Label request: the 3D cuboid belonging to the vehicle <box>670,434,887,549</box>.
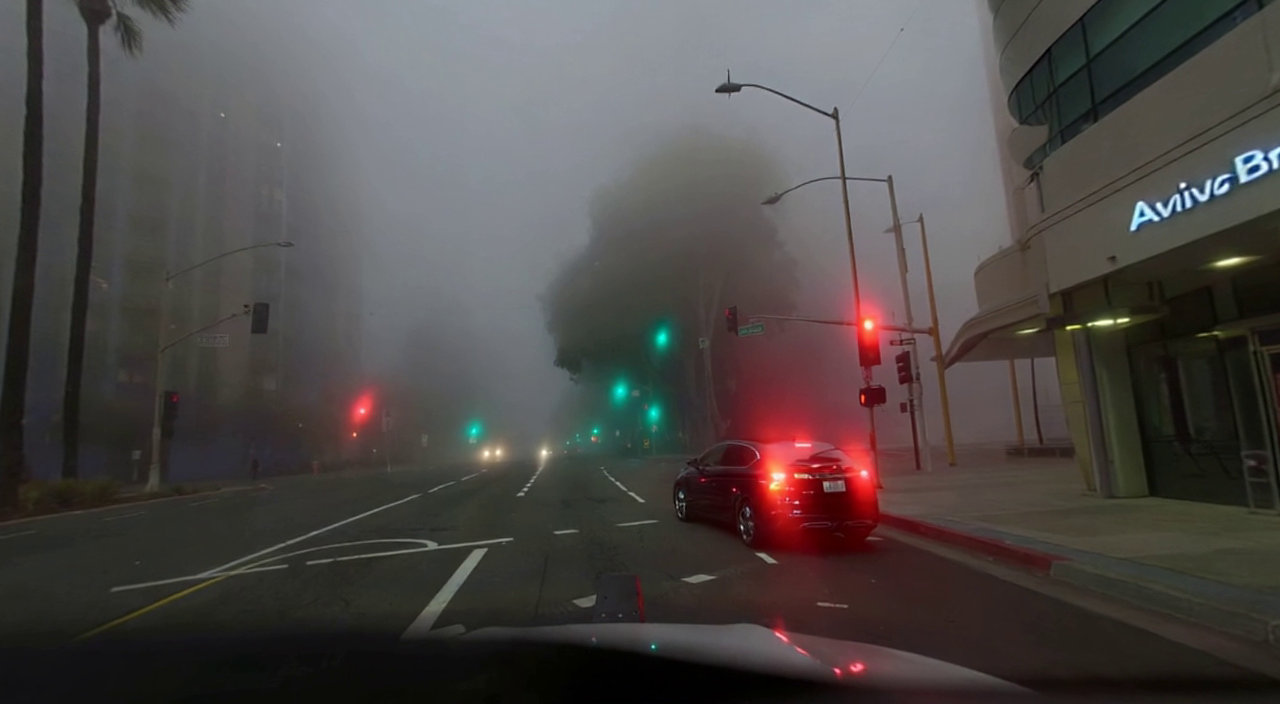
[{"bbox_3d":[1.954,2.160,10.654,2.090,1.466,4.676,1,-8,-7],"label":"vehicle"}]
